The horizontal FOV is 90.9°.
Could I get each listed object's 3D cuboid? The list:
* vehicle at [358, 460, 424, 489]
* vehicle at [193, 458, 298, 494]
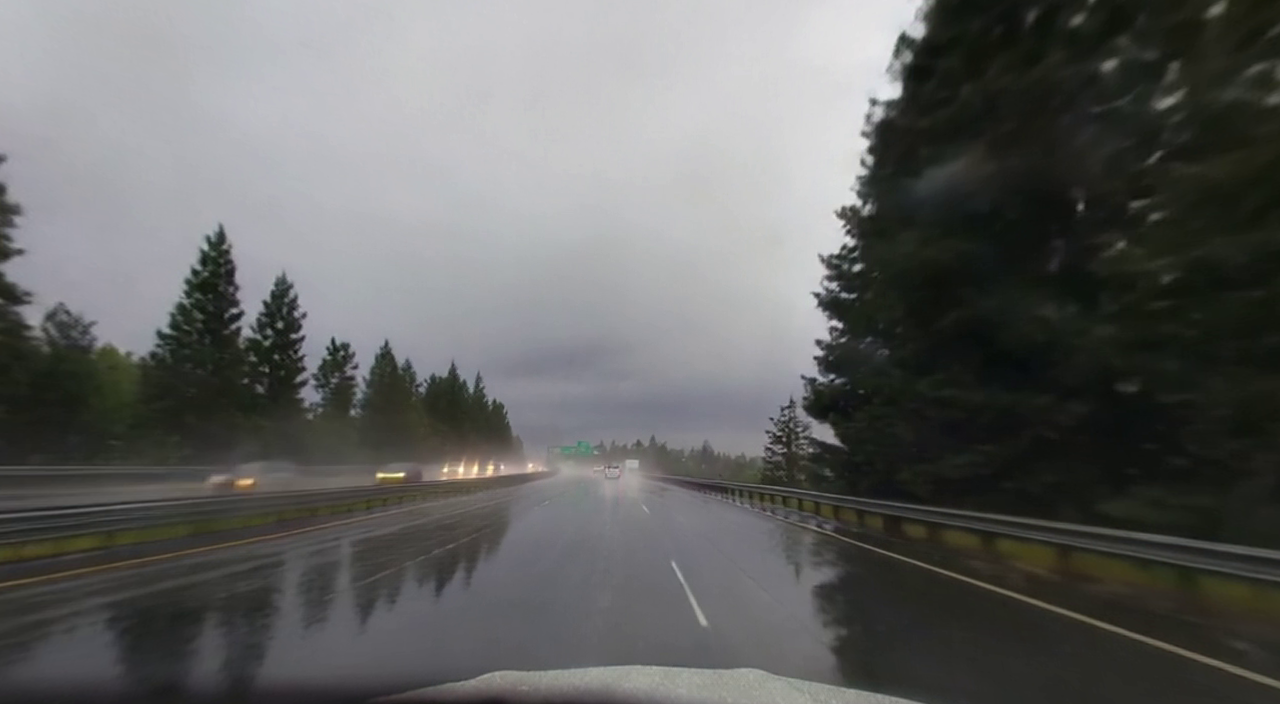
[{"bbox_3d":[-14.123,6.969,36.043,1.976,1.500,4.617,1,-11,-1],"label":"vehicle"},{"bbox_3d":[-17.546,5.559,28.331,1.837,1.433,4.435,1,-11,0],"label":"vehicle"}]
